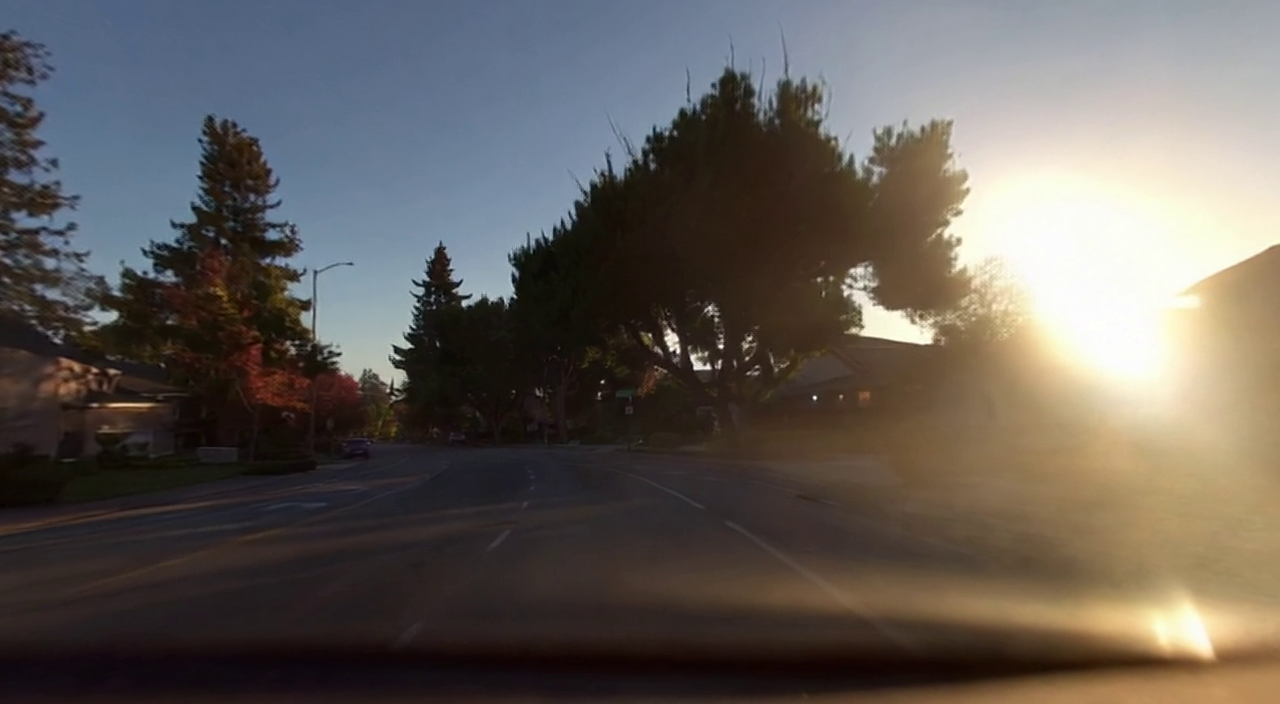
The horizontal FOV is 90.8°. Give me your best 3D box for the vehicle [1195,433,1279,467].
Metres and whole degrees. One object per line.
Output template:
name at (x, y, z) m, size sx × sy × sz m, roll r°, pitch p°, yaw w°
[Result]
vehicle at (28.769, 4.465, 28.843) m, size 4.593 × 1.456 × 2.003 m, roll -3°, pitch -9°, yaw 19°
